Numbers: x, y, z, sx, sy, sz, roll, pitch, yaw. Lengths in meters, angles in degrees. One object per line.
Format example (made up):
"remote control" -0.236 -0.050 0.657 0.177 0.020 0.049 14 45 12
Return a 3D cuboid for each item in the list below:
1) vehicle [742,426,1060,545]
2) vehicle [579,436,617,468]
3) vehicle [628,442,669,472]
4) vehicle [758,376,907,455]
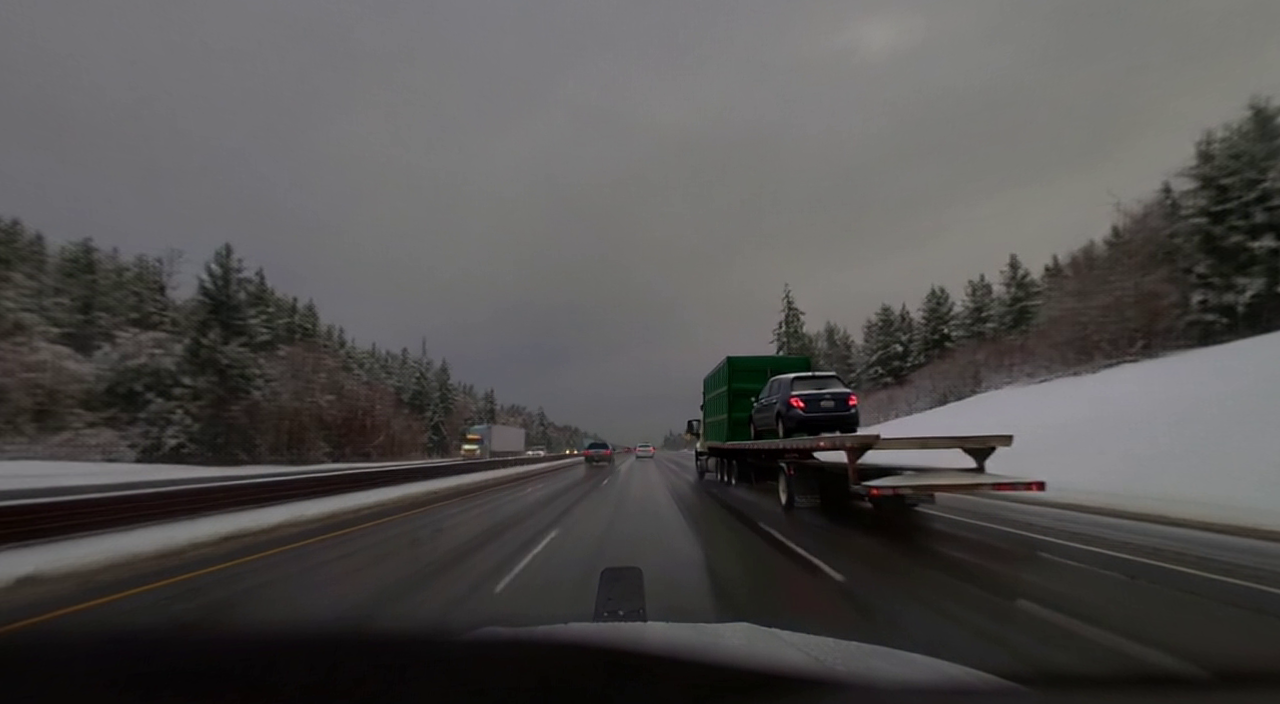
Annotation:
"vehicle" 4.277 2.532 13.258 2.654 1.574 9.537 0 -9 0
"vehicle" -2.814 6.888 43.560 2.142 2.044 4.446 -1 -9 2
"vehicle" 0.461 5.711 34.451 2.086 1.497 3.681 0 -9 1
"vehicle" 4.163 1.571 14.456 1.968 1.547 4.215 0 -9 -2
